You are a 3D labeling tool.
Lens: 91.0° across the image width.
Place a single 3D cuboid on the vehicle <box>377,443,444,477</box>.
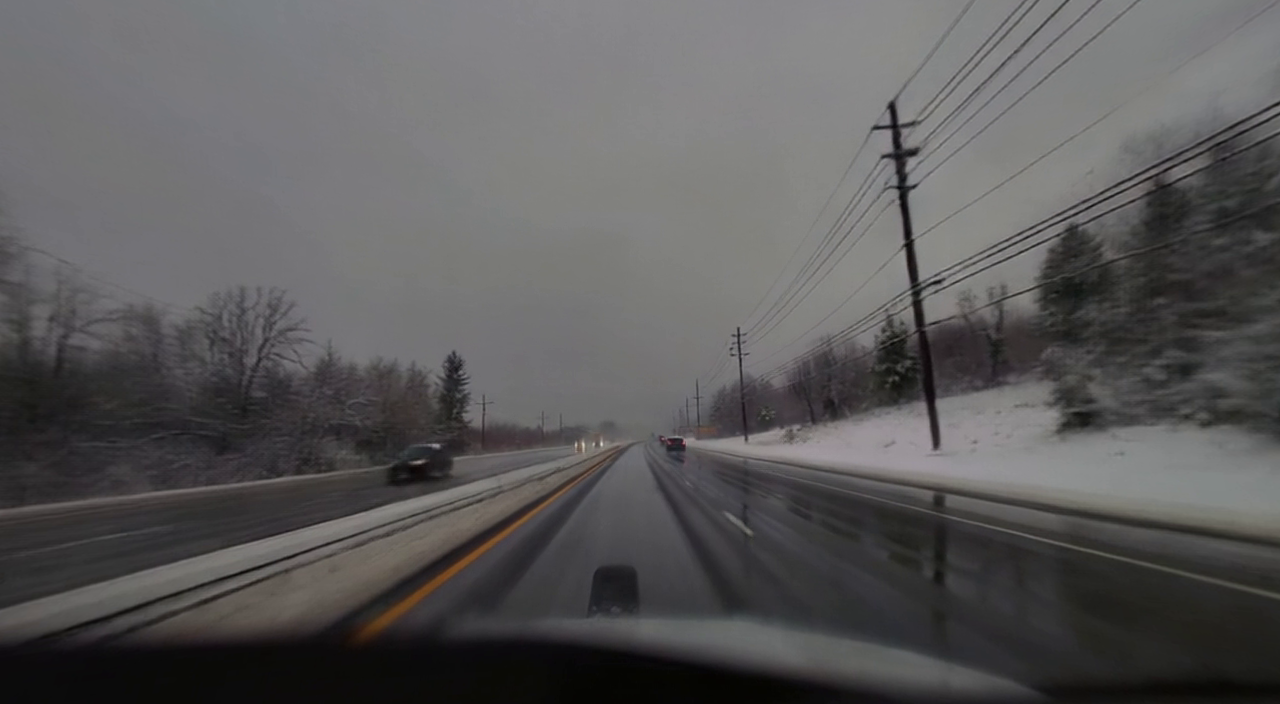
[{"bbox_3d":[-11.407,5.353,31.556,1.891,1.550,3.836,-1,-8,0],"label":"vehicle"}]
